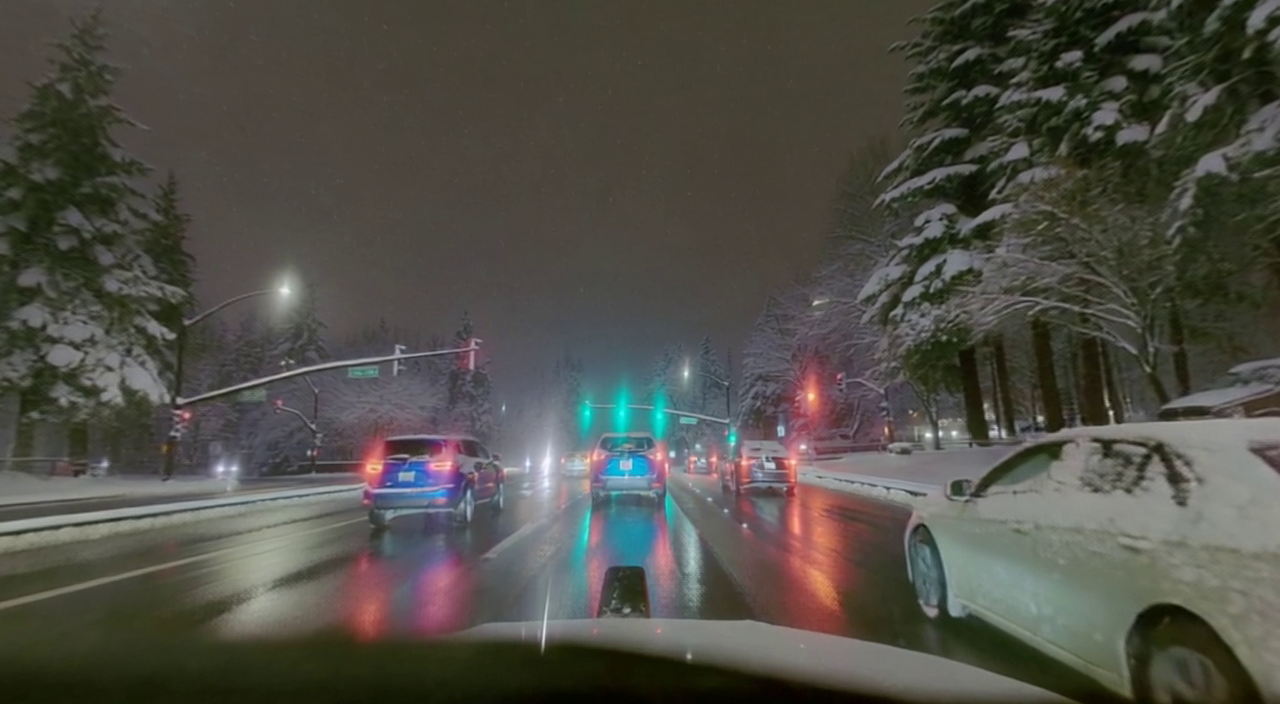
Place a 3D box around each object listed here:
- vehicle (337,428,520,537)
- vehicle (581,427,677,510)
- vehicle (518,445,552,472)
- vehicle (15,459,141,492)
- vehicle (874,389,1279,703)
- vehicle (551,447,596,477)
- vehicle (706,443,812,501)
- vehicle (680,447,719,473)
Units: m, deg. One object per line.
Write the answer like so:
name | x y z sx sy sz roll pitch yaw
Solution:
vehicle | -3.790 2.402 12.255 2.039 1.709 4.265 0 -8 0
vehicle | -0.262 2.922 16.337 2.132 1.816 4.471 0 -8 0
vehicle | -7.186 7.302 43.428 2.051 1.722 4.412 1 -8 -6
vehicle | -34.118 7.486 38.424 5.352 1.850 2.276 0 -8 -2
vehicle | 2.997 1.031 3.108 1.976 1.491 4.427 0 -8 0
vehicle | -3.499 5.868 33.847 1.897 1.479 4.204 0 -8 1
vehicle | 3.379 3.514 18.991 2.036 1.480 4.659 0 -8 -3
vehicle | 3.642 6.697 39.323 1.996 1.443 4.270 0 -8 -1
